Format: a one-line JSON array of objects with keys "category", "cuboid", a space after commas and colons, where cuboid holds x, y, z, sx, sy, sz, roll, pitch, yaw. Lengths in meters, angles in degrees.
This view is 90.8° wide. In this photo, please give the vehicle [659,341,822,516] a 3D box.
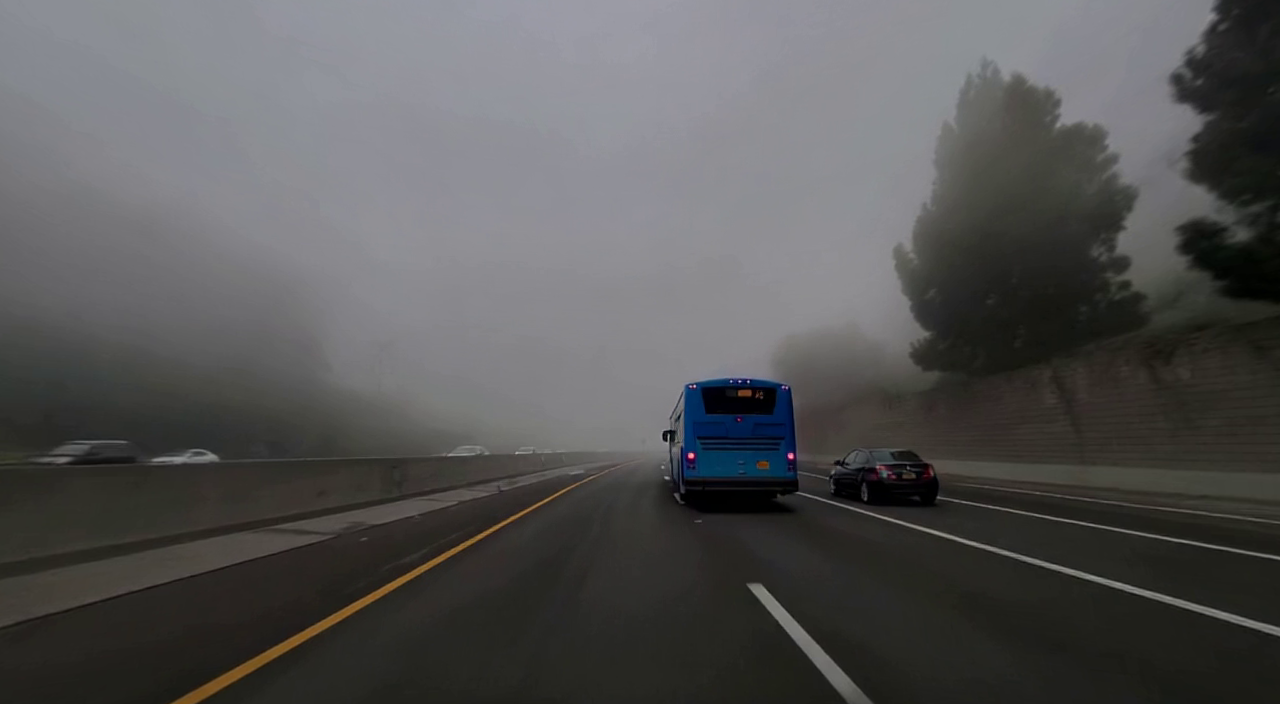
[{"category": "vehicle", "cuboid": [2.246, 2.632, 20.195, 3.144, 3.580, 14.591, 0, -9, 1]}]

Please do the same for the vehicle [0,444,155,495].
[{"category": "vehicle", "cuboid": [-21.877, 4.510, 24.722, 2.032, 1.761, 4.536, 0, -9, 2]}]

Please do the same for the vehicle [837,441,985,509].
[{"category": "vehicle", "cuboid": [7.010, 3.182, 16.978, 2.047, 1.479, 4.593, -3, -8, 2]}]

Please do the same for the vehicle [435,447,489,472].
[{"category": "vehicle", "cuboid": [-11.491, 6.970, 41.174, 2.012, 1.527, 4.519, -1, -9, 3]}]
